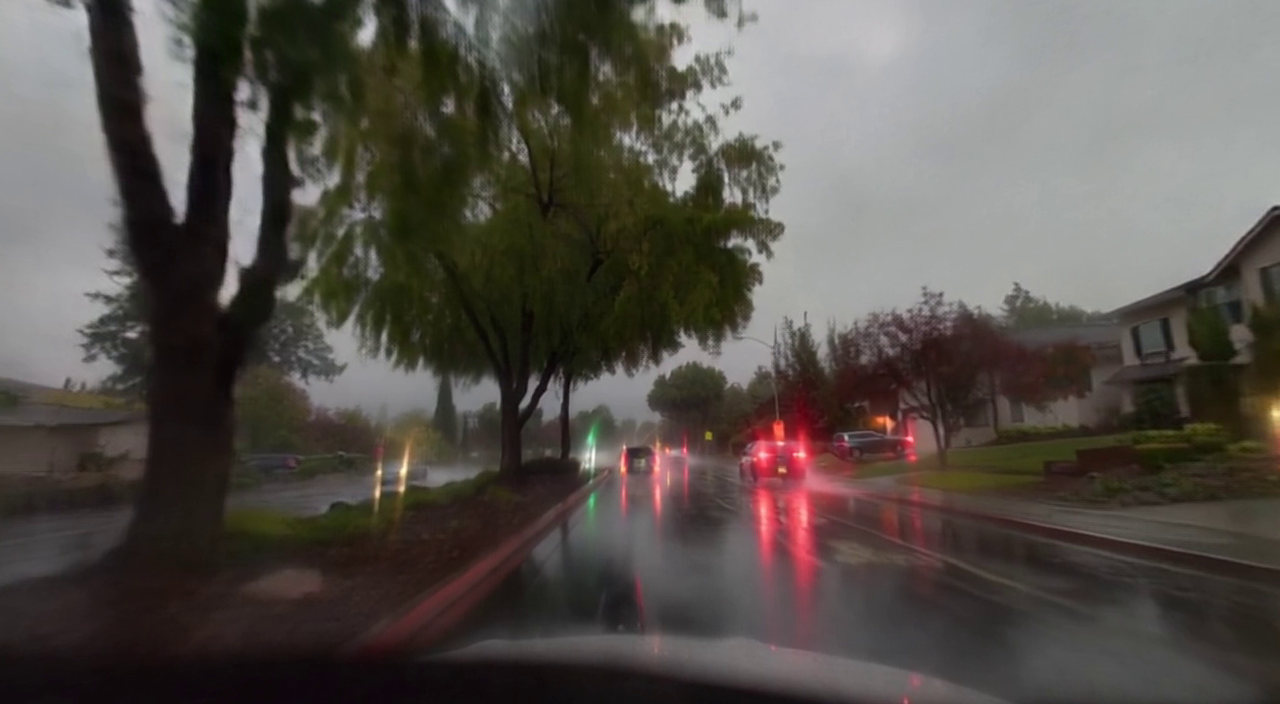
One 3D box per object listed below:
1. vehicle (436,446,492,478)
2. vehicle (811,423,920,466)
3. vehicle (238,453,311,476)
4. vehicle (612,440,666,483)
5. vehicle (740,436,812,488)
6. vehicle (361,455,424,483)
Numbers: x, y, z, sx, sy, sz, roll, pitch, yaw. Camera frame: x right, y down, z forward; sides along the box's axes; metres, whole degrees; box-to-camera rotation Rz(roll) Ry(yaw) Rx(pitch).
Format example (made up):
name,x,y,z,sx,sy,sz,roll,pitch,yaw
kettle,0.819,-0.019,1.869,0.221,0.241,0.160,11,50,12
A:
name,x,y,z,sx,sy,sz,roll,pitch,yaw
vehicle,-10.335,6.483,37.455,2.028,1.759,4.360,0,-8,0
vehicle,11.849,4.931,33.494,4.919,1.886,2.086,-4,-10,2
vehicle,-26.274,8.054,45.472,4.300,1.465,1.949,6,-10,-35
vehicle,-0.008,4.569,26.661,2.106,1.655,3.717,0,-8,1
vehicle,5.067,4.145,24.260,2.045,1.776,4.851,-1,-8,4
vehicle,-14.479,6.834,37.190,1.840,1.450,4.521,0,-8,1
